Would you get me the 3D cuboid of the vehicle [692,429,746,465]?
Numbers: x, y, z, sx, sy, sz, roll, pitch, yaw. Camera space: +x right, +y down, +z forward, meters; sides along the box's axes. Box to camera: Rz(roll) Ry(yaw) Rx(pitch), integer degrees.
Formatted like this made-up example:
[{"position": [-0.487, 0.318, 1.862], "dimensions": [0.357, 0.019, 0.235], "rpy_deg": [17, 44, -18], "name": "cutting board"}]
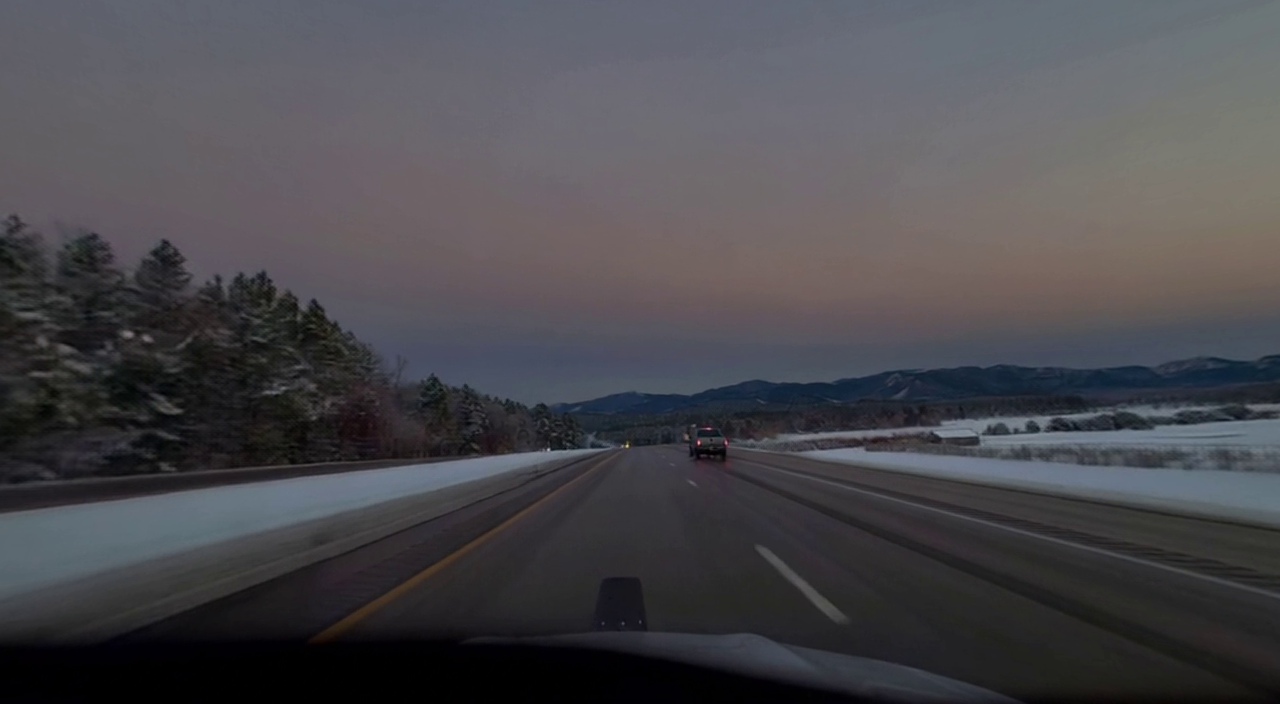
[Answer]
[{"position": [3.787, 4.622, 30.850], "dimensions": [2.157, 1.640, 4.056], "rpy_deg": [0, -8, 1], "name": "vehicle"}]
